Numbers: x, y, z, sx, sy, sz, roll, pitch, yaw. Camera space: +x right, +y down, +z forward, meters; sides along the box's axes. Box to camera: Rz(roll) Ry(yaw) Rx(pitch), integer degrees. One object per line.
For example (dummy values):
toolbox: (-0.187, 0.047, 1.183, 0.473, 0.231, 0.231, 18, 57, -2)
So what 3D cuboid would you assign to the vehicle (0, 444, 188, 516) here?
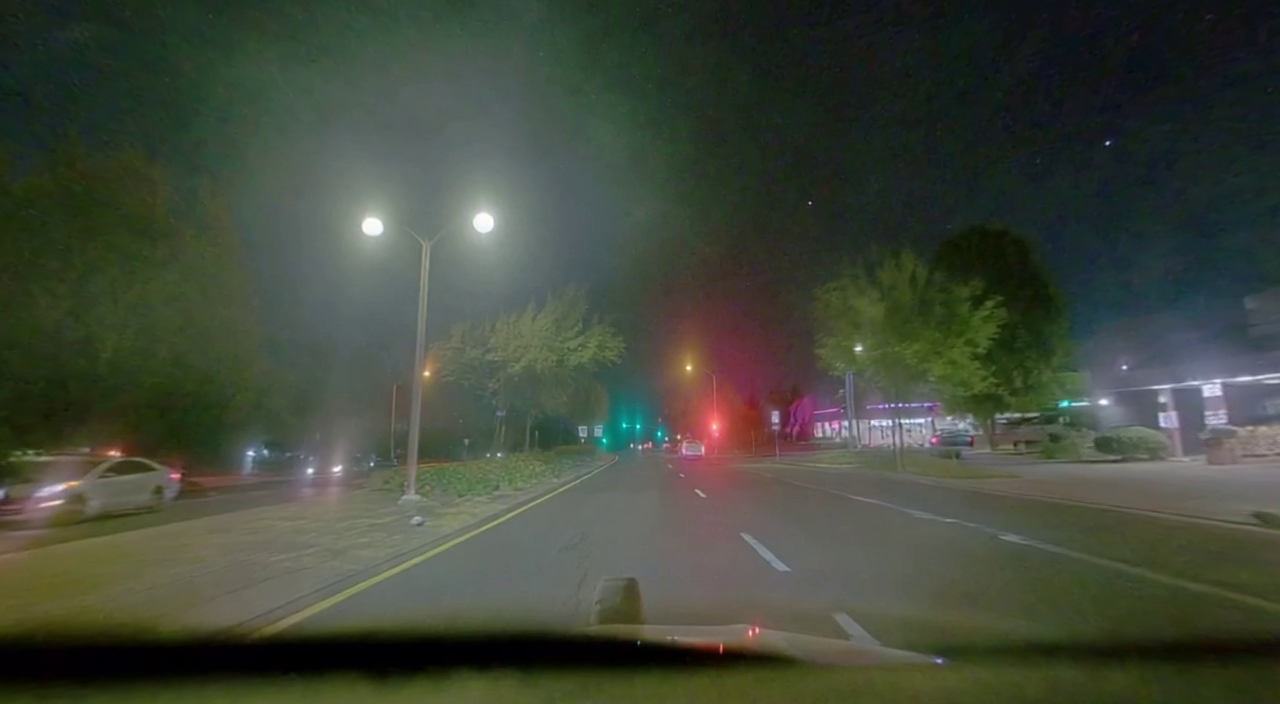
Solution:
vehicle: (-14.066, 3.143, 16.134, 1.876, 1.573, 4.392, 0, -8, -2)

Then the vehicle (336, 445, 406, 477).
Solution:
vehicle: (-14.353, 5.795, 34.009, 1.962, 1.574, 4.612, 0, -8, -3)

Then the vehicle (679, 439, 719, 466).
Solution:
vehicle: (3.567, 6.162, 38.966, 1.961, 1.580, 4.020, 0, -8, -2)
